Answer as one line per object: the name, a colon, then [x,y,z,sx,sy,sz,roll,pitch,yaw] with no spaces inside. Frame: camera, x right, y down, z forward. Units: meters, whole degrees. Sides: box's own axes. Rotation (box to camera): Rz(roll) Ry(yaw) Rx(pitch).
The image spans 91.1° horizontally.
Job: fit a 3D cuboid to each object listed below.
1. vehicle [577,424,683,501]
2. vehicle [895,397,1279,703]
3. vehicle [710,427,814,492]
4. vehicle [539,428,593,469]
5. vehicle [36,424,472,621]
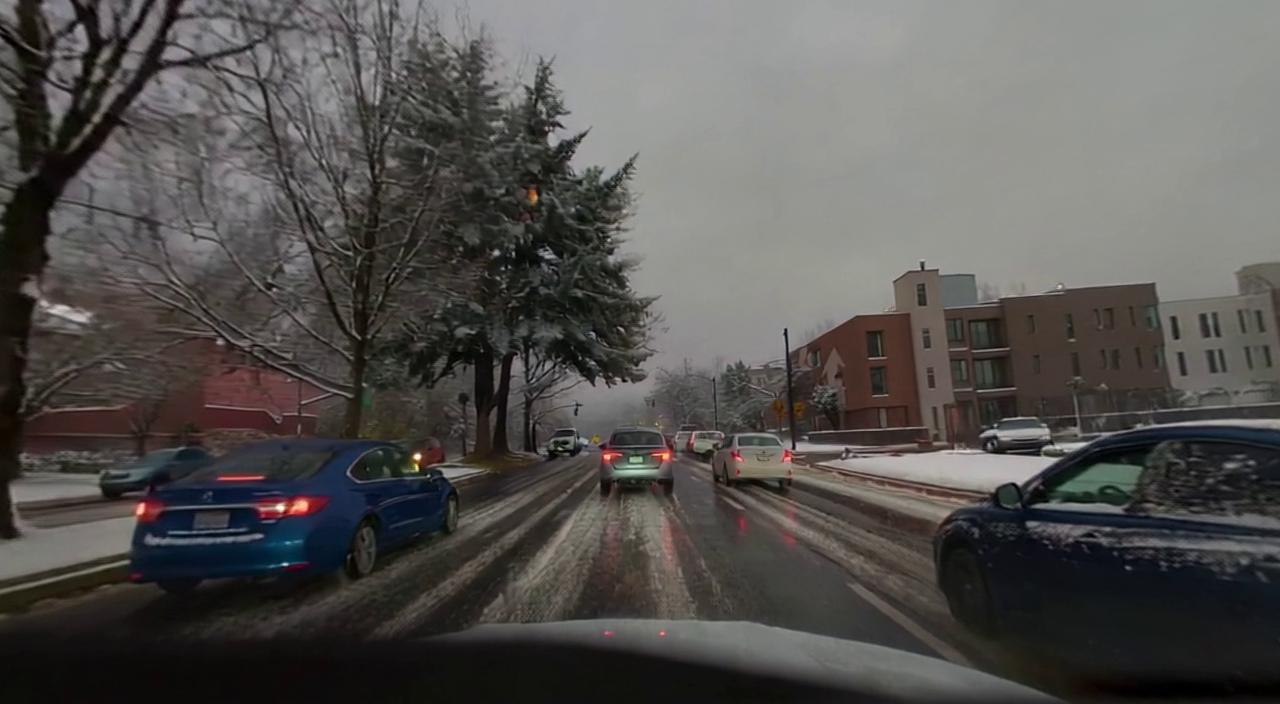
vehicle: [-0.236,2.734,15.850,2.293,1.662,4.262,0,-8,-1]
vehicle: [3.364,1.074,3.400,2.060,1.474,4.475,0,-8,0]
vehicle: [3.390,3.096,18.409,2.019,1.675,4.488,0,-8,-2]
vehicle: [-3.908,5.232,34.101,2.246,2.062,5.123,0,-8,1]
vehicle: [-3.567,1.639,7.120,1.997,1.479,4.547,0,-8,1]
